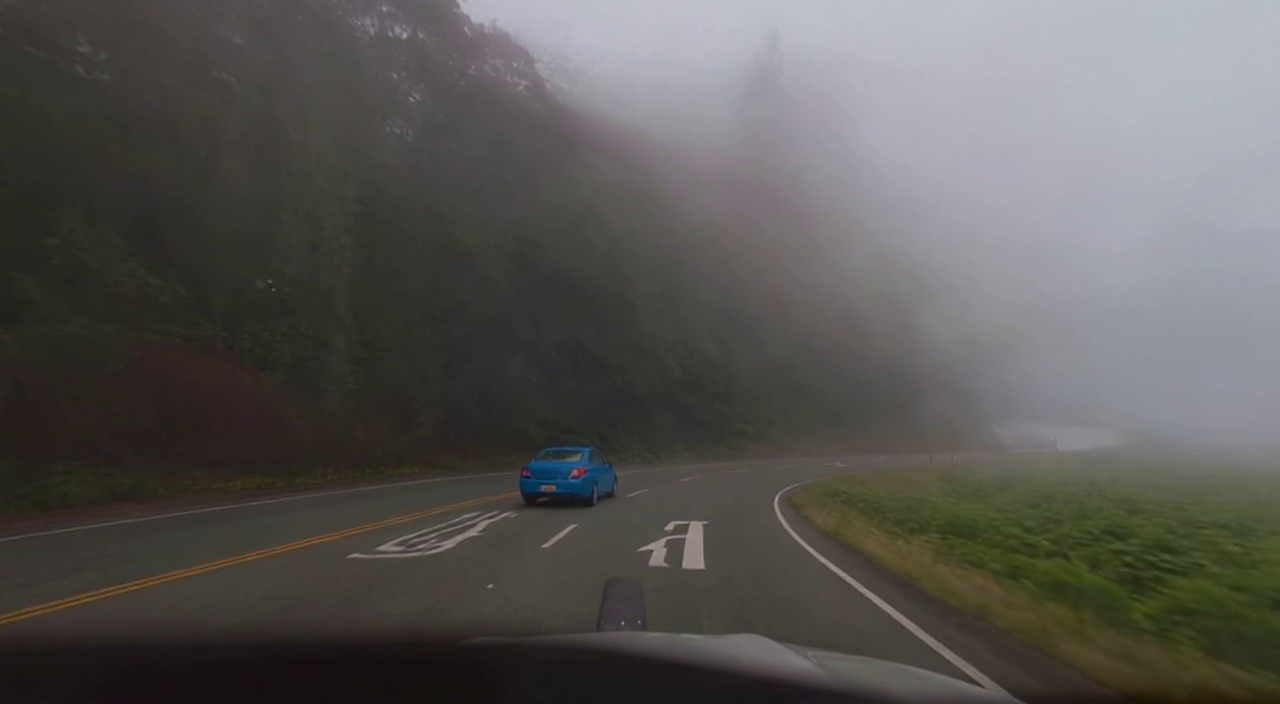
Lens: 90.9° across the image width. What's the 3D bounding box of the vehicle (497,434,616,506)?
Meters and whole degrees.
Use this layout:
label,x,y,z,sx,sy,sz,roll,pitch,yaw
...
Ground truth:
label,x,y,z,sx,sy,sz,roll,pitch,yaw
vehicle,-1.972,2.987,16.259,2.078,1.607,3.959,-1,-9,7
